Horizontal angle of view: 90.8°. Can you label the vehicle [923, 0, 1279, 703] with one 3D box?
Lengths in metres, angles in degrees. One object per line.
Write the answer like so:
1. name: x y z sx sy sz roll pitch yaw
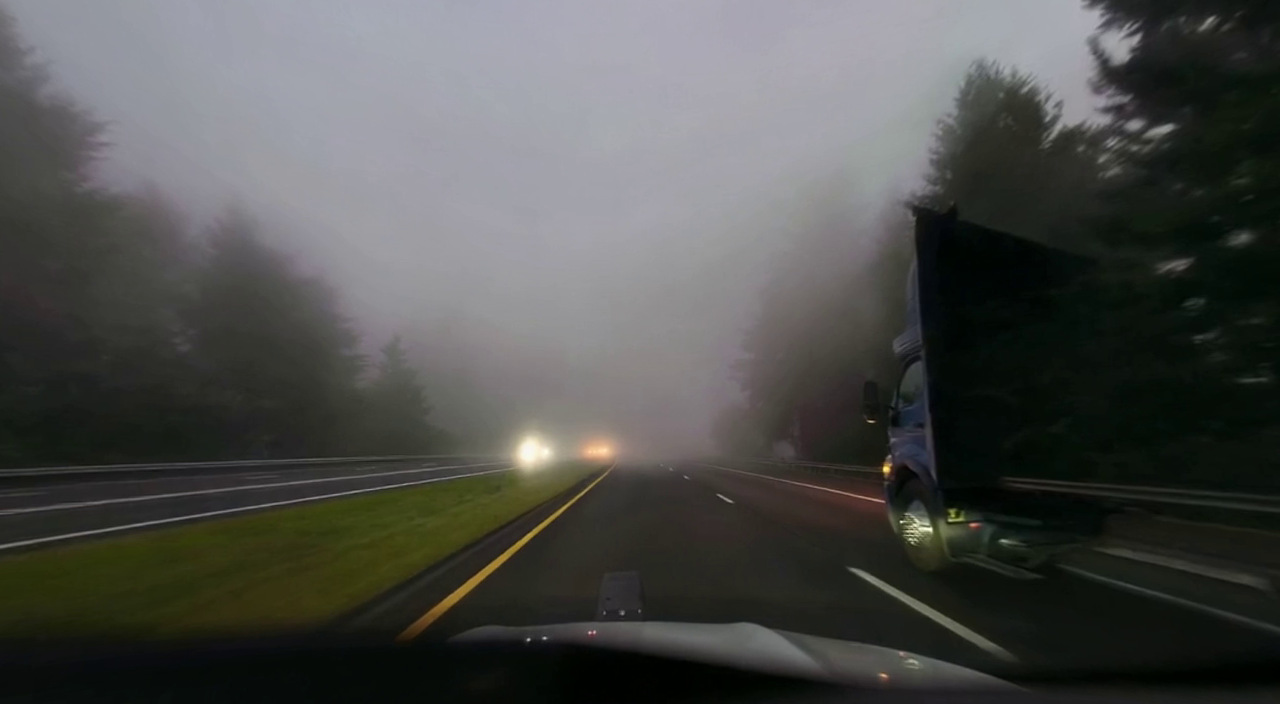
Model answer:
1. vehicle: 4.784 -0.319 1.958 3.052 4.004 9.986 0 -9 0
